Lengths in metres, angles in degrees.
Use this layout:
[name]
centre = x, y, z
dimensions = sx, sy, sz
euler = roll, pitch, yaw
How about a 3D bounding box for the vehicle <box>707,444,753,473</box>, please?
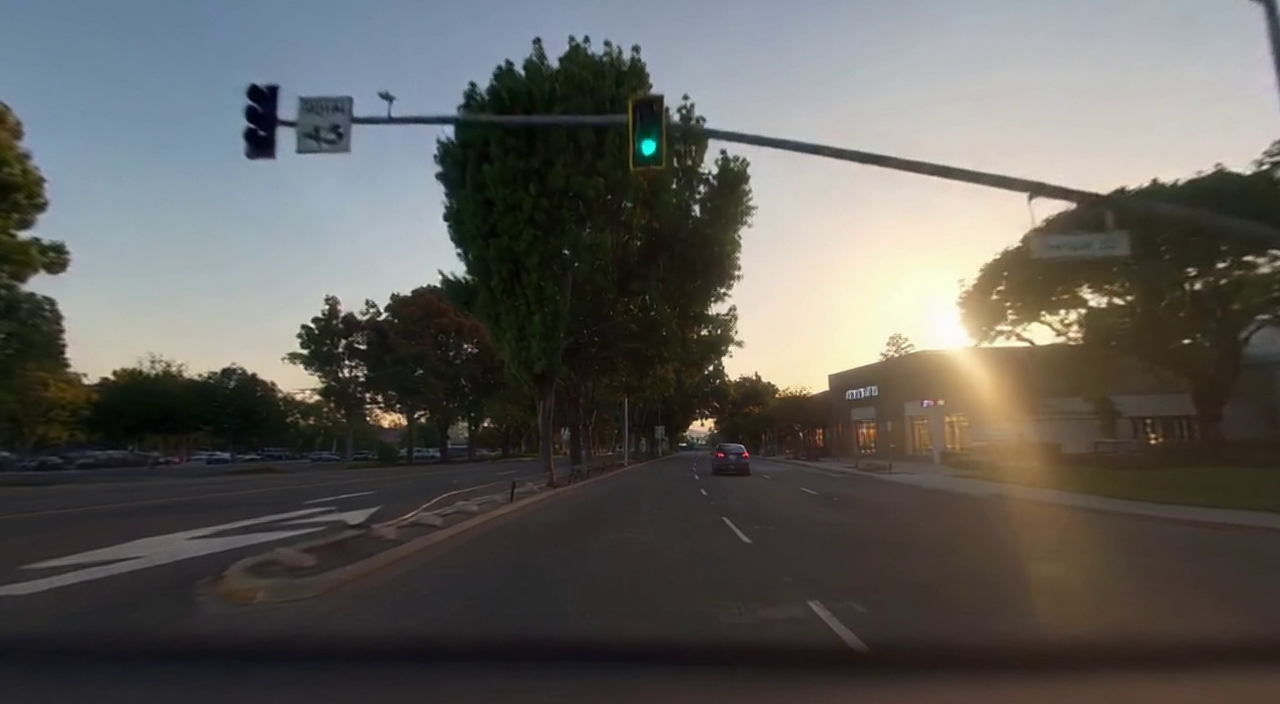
[vehicle]
centre = 4.911, 5.891, 34.928
dimensions = 2.015, 1.479, 4.444
euler = 0, -9, 2
